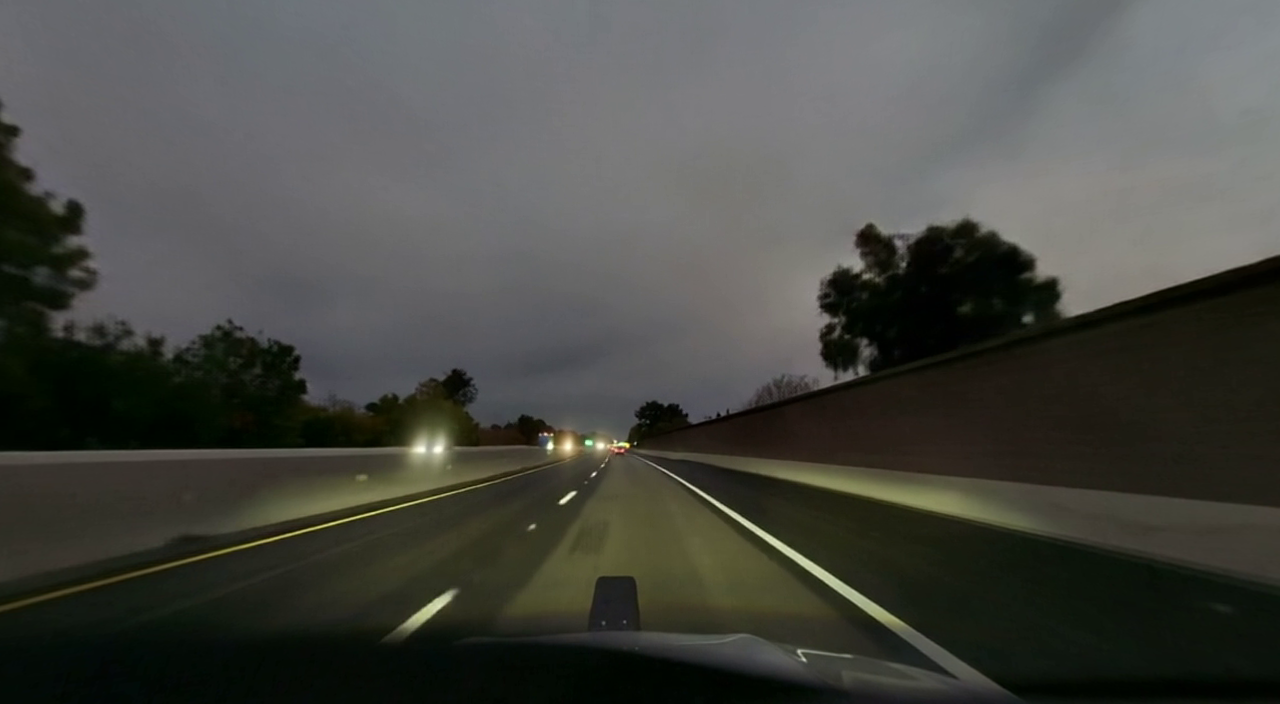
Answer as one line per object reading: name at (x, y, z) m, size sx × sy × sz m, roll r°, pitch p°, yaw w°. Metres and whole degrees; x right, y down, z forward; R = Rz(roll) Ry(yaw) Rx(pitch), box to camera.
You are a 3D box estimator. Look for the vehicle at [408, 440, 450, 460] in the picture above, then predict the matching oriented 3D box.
vehicle at (-16.523, 7.725, 49.393) m, size 1.815 × 1.497 × 4.437 m, roll 0°, pitch -9°, yaw -1°
